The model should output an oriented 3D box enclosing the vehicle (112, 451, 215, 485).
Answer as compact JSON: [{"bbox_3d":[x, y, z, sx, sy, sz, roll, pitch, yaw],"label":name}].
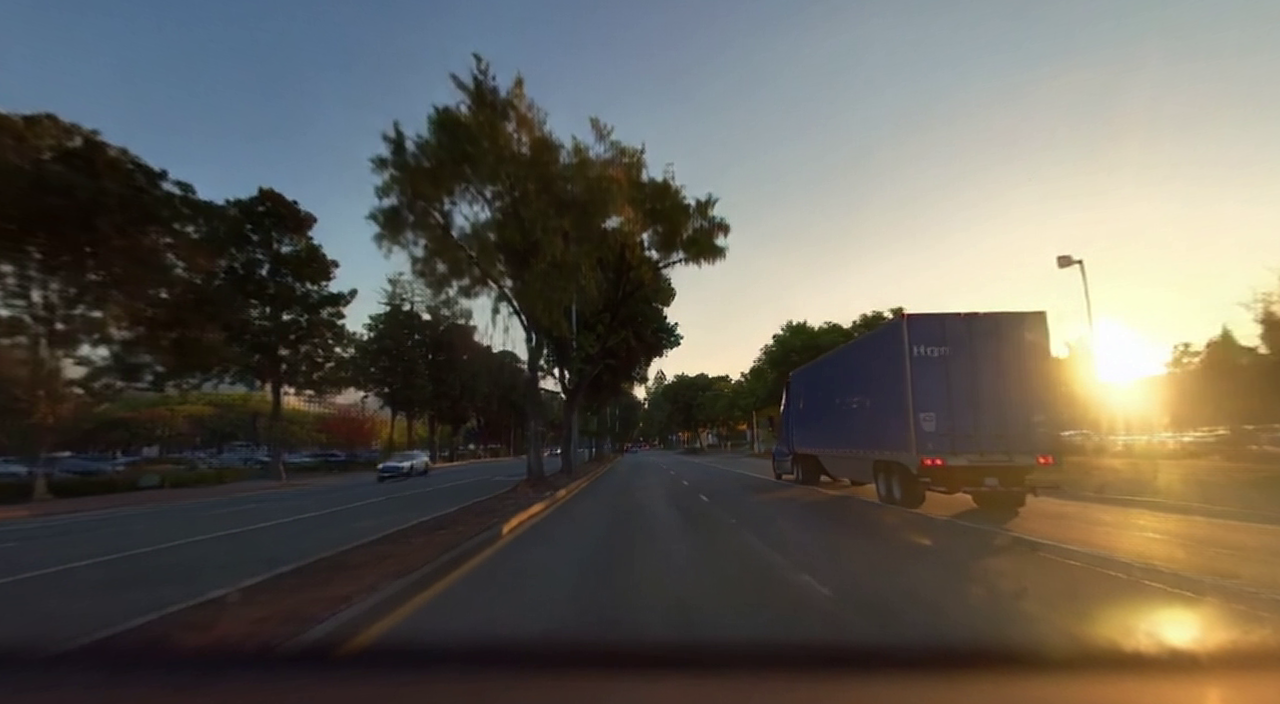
[{"bbox_3d":[-27.992,6.803,37.405,2.037,1.764,5.556,0,-8,-4],"label":"vehicle"}]

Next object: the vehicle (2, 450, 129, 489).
[{"bbox_3d":[-30.326,6.218,33.622,1.995,1.773,4.984,-3,-10,2],"label":"vehicle"}]

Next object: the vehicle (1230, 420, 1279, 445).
[{"bbox_3d":[44.474,5.675,44.614,1.698,1.521,3.784,-5,-10,-1],"label":"vehicle"}]

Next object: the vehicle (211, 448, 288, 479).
[{"bbox_3d":[-26.153,7.520,42.539,2.090,1.772,5.499,-2,-10,-5],"label":"vehicle"}]

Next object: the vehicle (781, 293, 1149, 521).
[{"bbox_3d":[6.631,1.708,16.240,3.120,3.794,11.510,0,-8,-1],"label":"vehicle"}]

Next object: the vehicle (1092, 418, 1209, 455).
[{"bbox_3d":[32.391,5.388,40.226,5.310,2.217,2.276,0,-8,2],"label":"vehicle"}]
